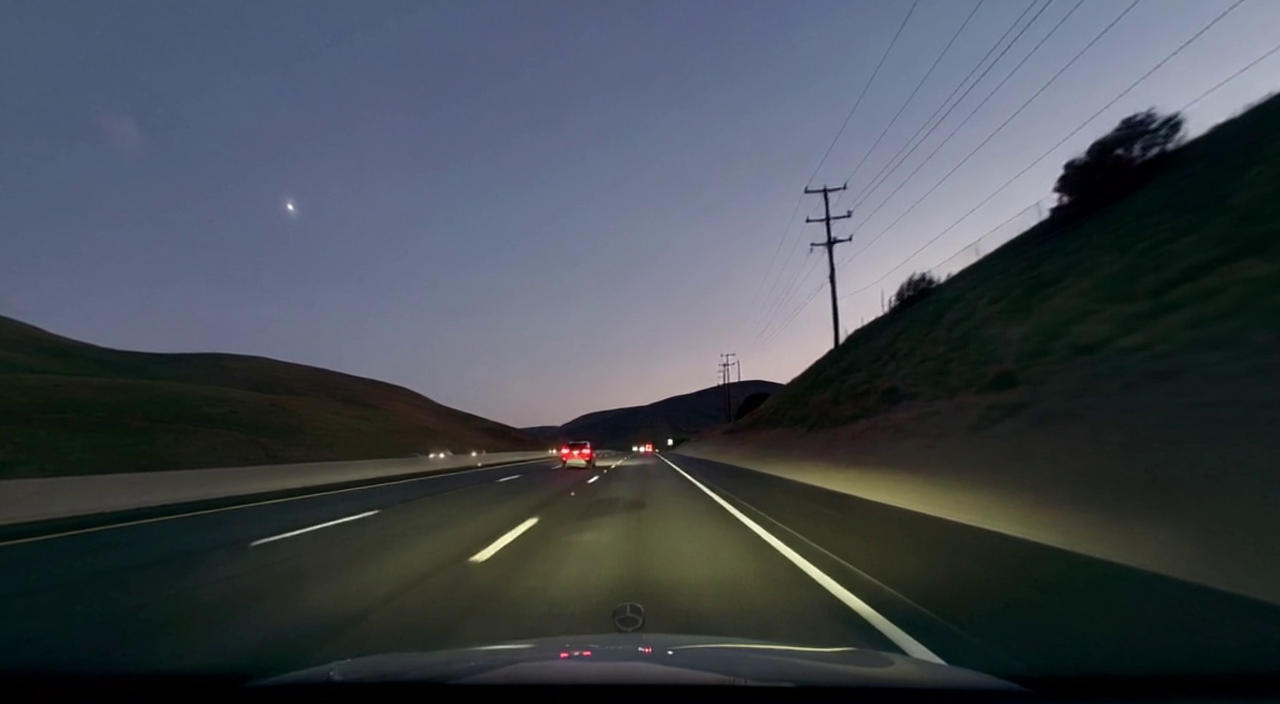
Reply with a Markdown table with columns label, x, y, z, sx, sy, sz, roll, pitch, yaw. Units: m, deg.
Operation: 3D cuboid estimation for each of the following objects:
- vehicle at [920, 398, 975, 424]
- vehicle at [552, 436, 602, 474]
| label | x | y | z | sx | sy | sz | roll | pitch | yaw |
| --- | --- | --- | --- | --- | --- | --- | --- | --- | --- |
| vehicle | 23.778 | 4.619 | 48.977 | 1.914 | 1.713 | 4.630 | -1 | -8 | 1 |
| vehicle | -3.276 | 5.413 | 33.499 | 2.136 | 1.845 | 4.515 | 0 | -8 | 1 |
